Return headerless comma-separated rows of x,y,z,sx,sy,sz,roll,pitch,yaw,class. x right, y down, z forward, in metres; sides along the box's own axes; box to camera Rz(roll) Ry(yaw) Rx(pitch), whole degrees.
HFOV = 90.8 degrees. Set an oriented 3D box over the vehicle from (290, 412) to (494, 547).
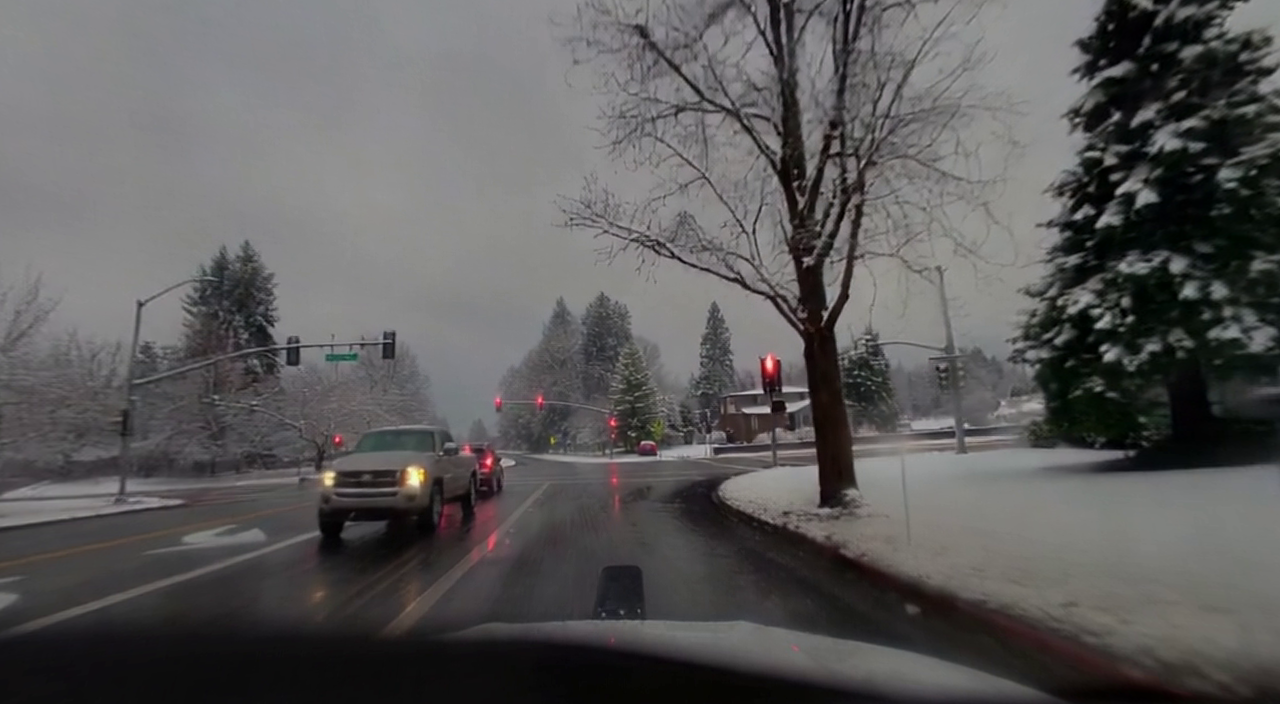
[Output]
-3.985,2.158,11.188,2.041,1.834,4.679,0,-10,-5,vehicle
